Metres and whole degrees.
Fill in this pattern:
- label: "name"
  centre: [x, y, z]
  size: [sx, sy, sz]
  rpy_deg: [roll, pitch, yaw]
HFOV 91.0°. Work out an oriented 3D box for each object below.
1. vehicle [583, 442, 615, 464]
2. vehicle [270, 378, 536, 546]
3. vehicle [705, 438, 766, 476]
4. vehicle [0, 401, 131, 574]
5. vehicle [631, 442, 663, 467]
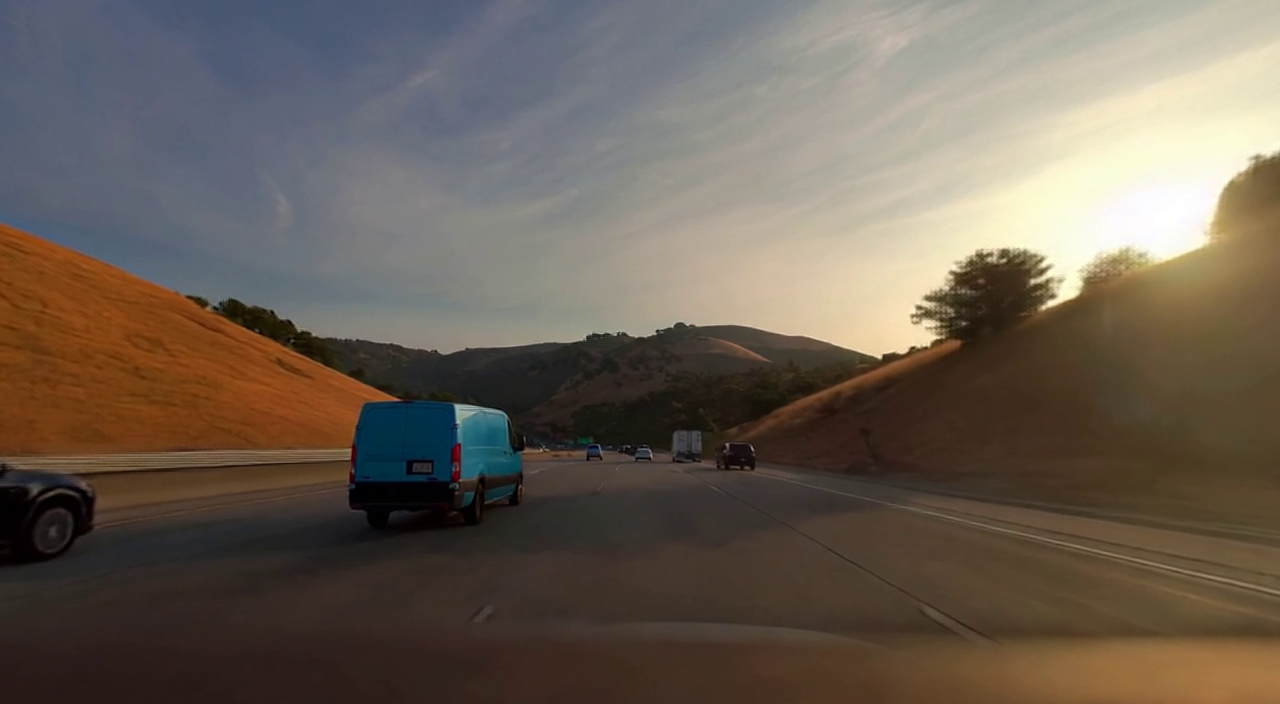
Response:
- label: "vehicle"
  centre: [-3.116, 7.777, 48.532]
  size: [2.138, 1.581, 4.340]
  rpy_deg: [0, -9, 0]
- label: "vehicle"
  centre: [-3.601, 1.895, 11.265]
  size: [2.421, 2.203, 5.775]
  rpy_deg: [0, -9, 1]
- label: "vehicle"
  centre: [4.294, 4.824, 29.053]
  size: [2.051, 1.598, 4.145]
  rpy_deg: [0, -9, -1]
- label: "vehicle"
  centre: [-7.437, 1.208, 5.350]
  size: [2.054, 1.715, 4.928]
  rpy_deg: [0, -9, 0]
- label: "vehicle"
  centre: [0.421, 6.775, 41.742]
  size: [2.014, 1.543, 3.804]
  rpy_deg: [0, -9, 0]
